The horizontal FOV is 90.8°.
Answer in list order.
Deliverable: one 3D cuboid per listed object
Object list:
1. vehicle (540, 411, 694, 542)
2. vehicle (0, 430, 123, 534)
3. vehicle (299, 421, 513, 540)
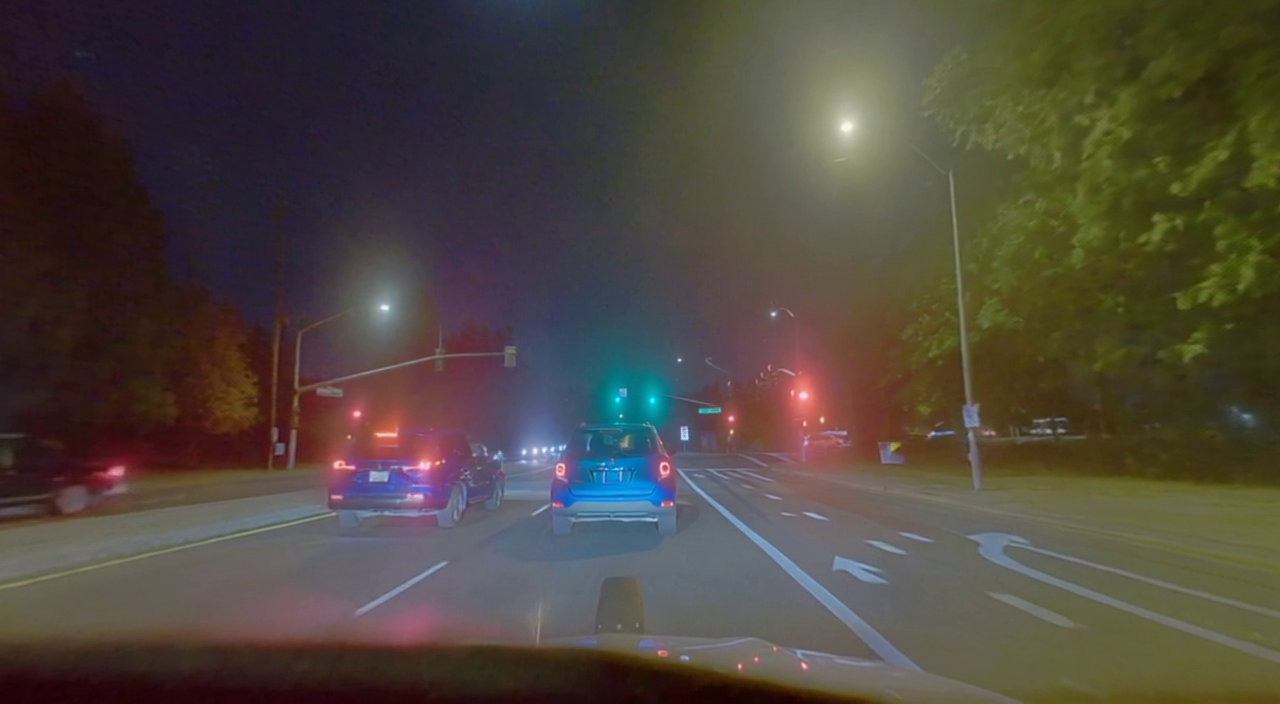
[{"bbox_3d":[-0.278,2.079,11.313,2.131,1.793,5.016,0,-8,1],"label":"vehicle"},{"bbox_3d":[-11.264,2.082,10.114,2.070,1.635,4.559,0,-8,0],"label":"vehicle"},{"bbox_3d":[-3.797,2.150,11.282,2.009,1.673,4.454,0,-8,1],"label":"vehicle"}]
